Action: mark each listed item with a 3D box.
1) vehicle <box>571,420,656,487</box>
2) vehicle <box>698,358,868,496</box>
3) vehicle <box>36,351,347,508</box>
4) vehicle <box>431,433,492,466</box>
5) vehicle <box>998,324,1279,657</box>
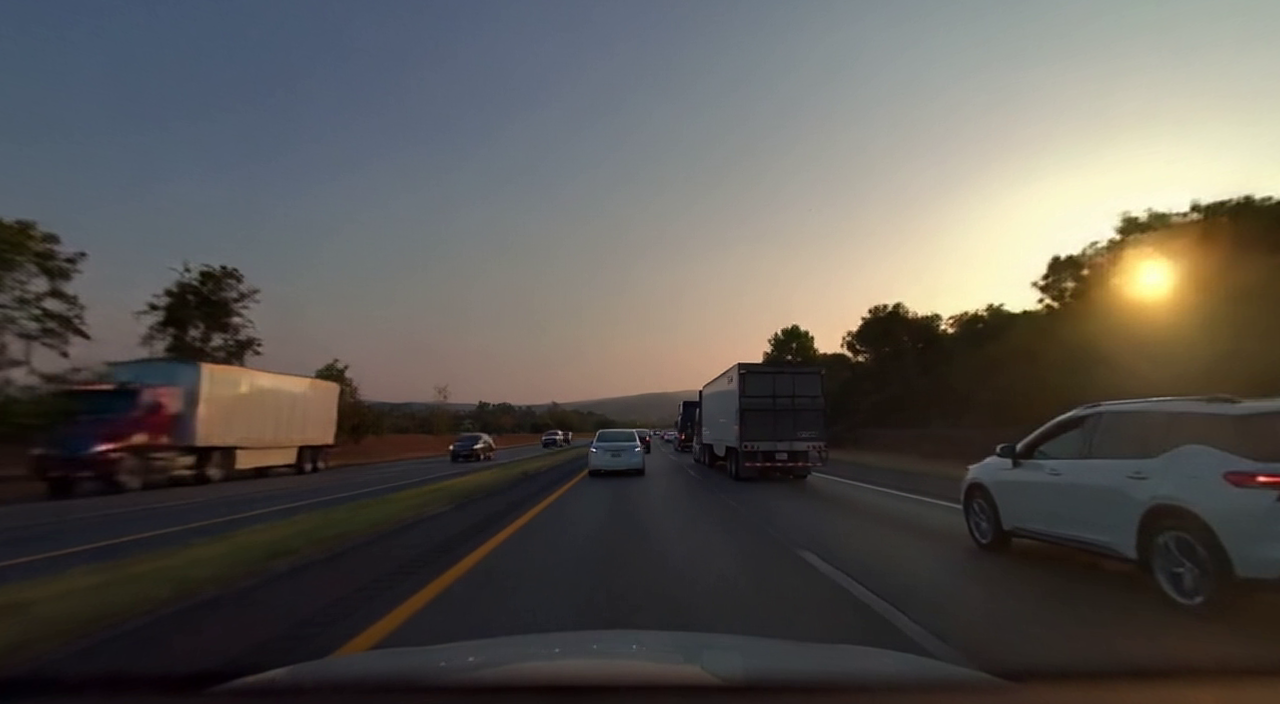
[{"bbox_3d":[-0.656,2.759,17.516,2.082,1.638,4.055,0,-7,0],"label":"vehicle"},{"bbox_3d":[3.531,2.186,18.134,2.723,3.027,8.478,0,-7,-1],"label":"vehicle"},{"bbox_3d":[-13.727,2.616,21.136,2.904,3.961,10.187,0,-8,0],"label":"vehicle"},{"bbox_3d":[-8.988,4.909,32.108,1.911,1.570,4.036,0,-7,1],"label":"vehicle"},{"bbox_3d":[4.691,0.897,4.388,2.011,1.905,3.905,0,-8,-1],"label":"vehicle"}]
